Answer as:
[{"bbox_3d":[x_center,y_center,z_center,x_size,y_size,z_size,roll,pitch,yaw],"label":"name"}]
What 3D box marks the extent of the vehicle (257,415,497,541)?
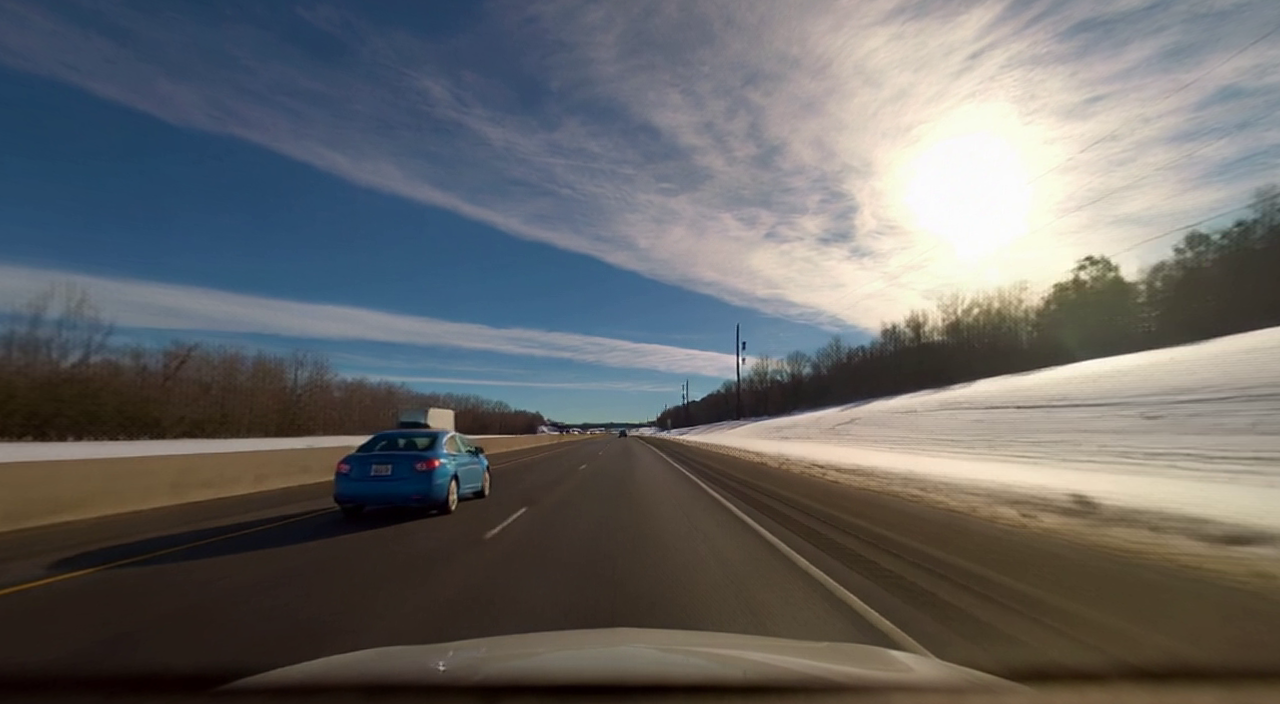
[{"bbox_3d":[-3.677,1.811,9.740,1.999,1.536,3.969,0,-8,0],"label":"vehicle"}]
